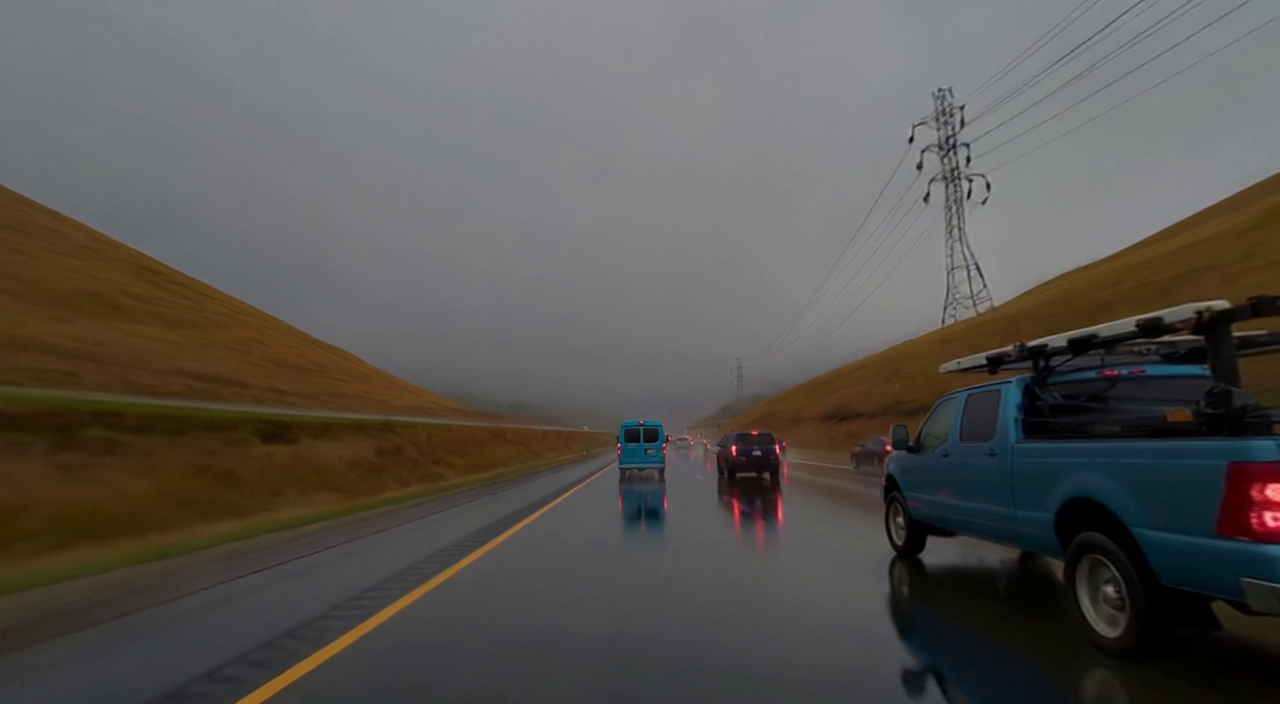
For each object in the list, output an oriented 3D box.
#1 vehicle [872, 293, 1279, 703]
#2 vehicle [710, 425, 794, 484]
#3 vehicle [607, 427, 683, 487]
[{"bbox_3d":[3.914,0.943,4.029,2.691,1.901,5.744,0,-8,0],"label":"vehicle"},{"bbox_3d":[3.764,3.538,22.039,2.139,1.821,4.480,0,-8,0],"label":"vehicle"},{"bbox_3d":[0.167,3.499,21.300,2.268,1.772,4.523,0,-8,1],"label":"vehicle"}]
